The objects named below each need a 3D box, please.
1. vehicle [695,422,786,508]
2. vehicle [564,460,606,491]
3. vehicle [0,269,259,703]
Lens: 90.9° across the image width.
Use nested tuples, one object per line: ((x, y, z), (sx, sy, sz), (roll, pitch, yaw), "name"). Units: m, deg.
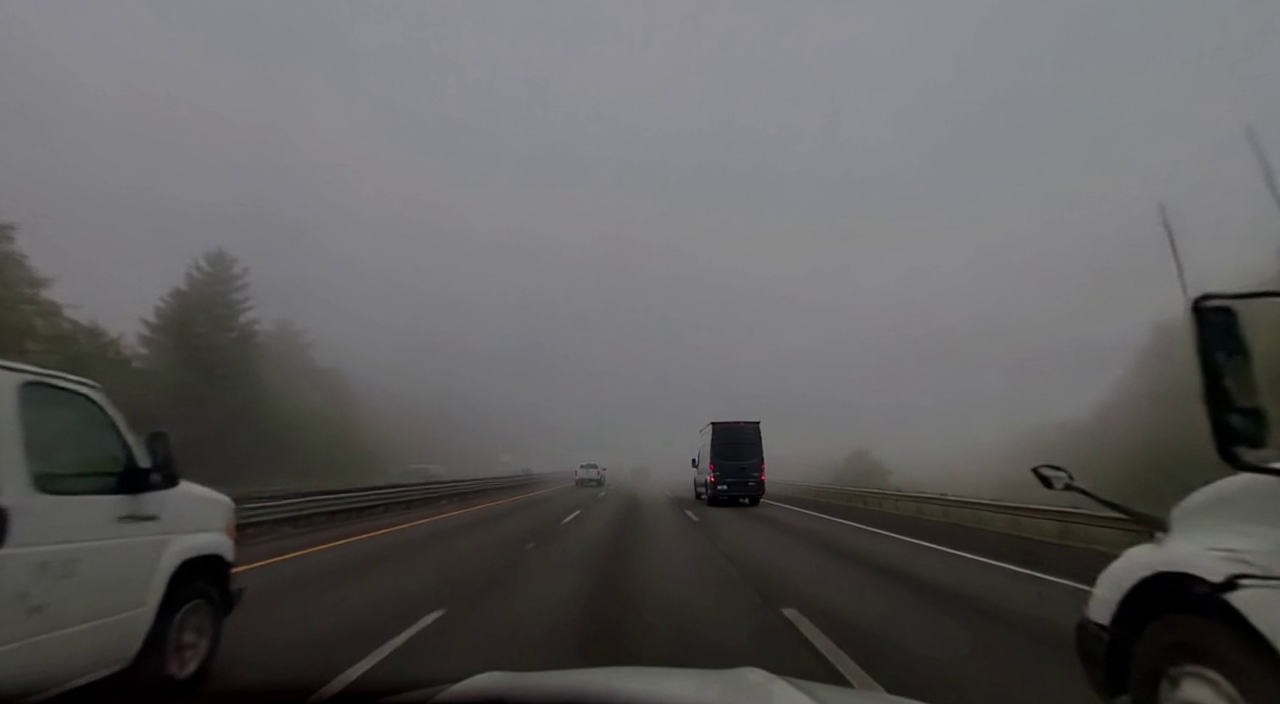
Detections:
((3.798, 4.506, 25.065), (2.703, 2.988, 5.097), (1, -10, -1), "vehicle")
((-3.486, 7.933, 40.584), (2.204, 1.852, 4.661), (1, -10, 1), "vehicle")
((-3.505, 0.453, 1.097), (2.378, 1.930, 5.086), (1, -10, 1), "vehicle")
